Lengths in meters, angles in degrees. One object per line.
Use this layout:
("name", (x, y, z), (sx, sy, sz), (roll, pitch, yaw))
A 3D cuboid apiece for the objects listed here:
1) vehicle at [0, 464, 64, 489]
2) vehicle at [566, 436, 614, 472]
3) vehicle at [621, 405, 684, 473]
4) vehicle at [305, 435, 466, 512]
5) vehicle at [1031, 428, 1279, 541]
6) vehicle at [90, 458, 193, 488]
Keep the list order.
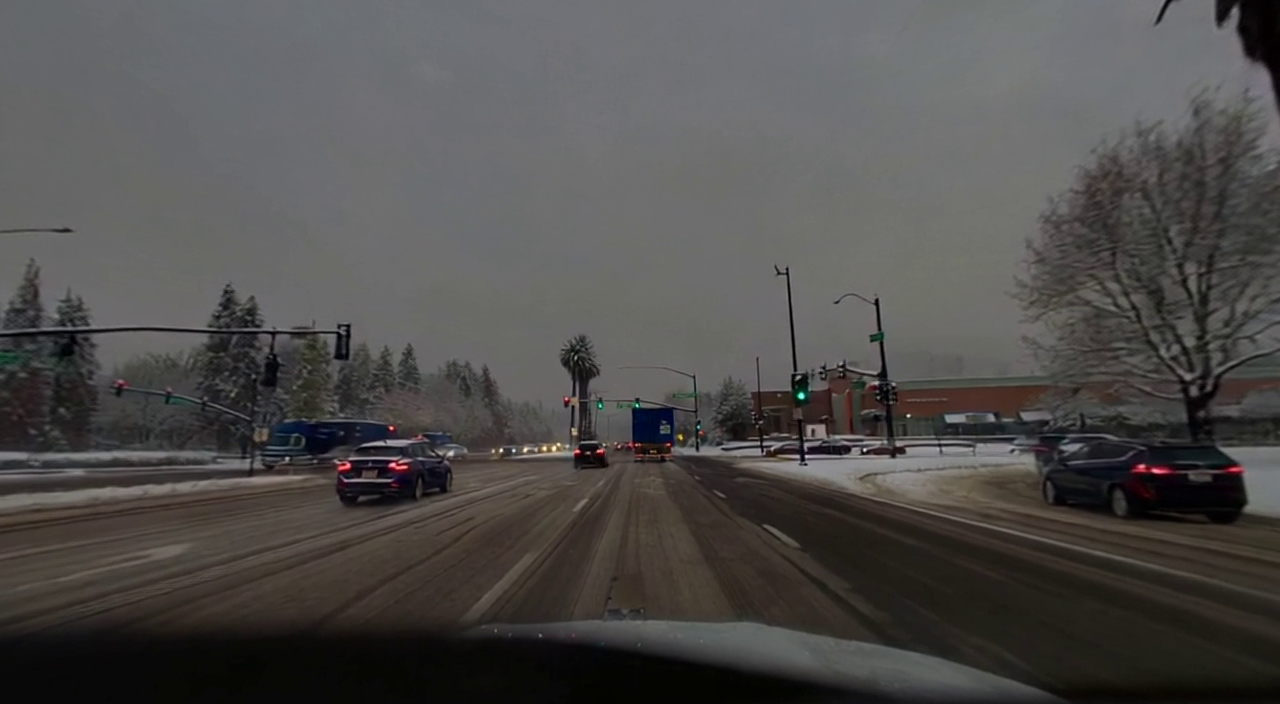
("vehicle", (-44.867, 8.946, 45.240), (4.653, 1.744, 2.183), (-1, -9, 5))
("vehicle", (-2.718, 5.680, 35.079), (2.178, 1.826, 4.933), (0, -8, 1))
("vehicle", (0.681, 4.663, 33.519), (2.993, 3.235, 6.692), (0, -8, 1))
("vehicle", (-6.072, 2.936, 15.746), (2.045, 1.630, 4.680), (0, -8, 0))
("vehicle", (8.879, 2.112, 10.713), (1.961, 1.502, 4.541), (-1, -9, 8))
("vehicle", (-27.833, 6.741, 35.275), (1.969, 1.487, 4.512), (0, -8, 1))
